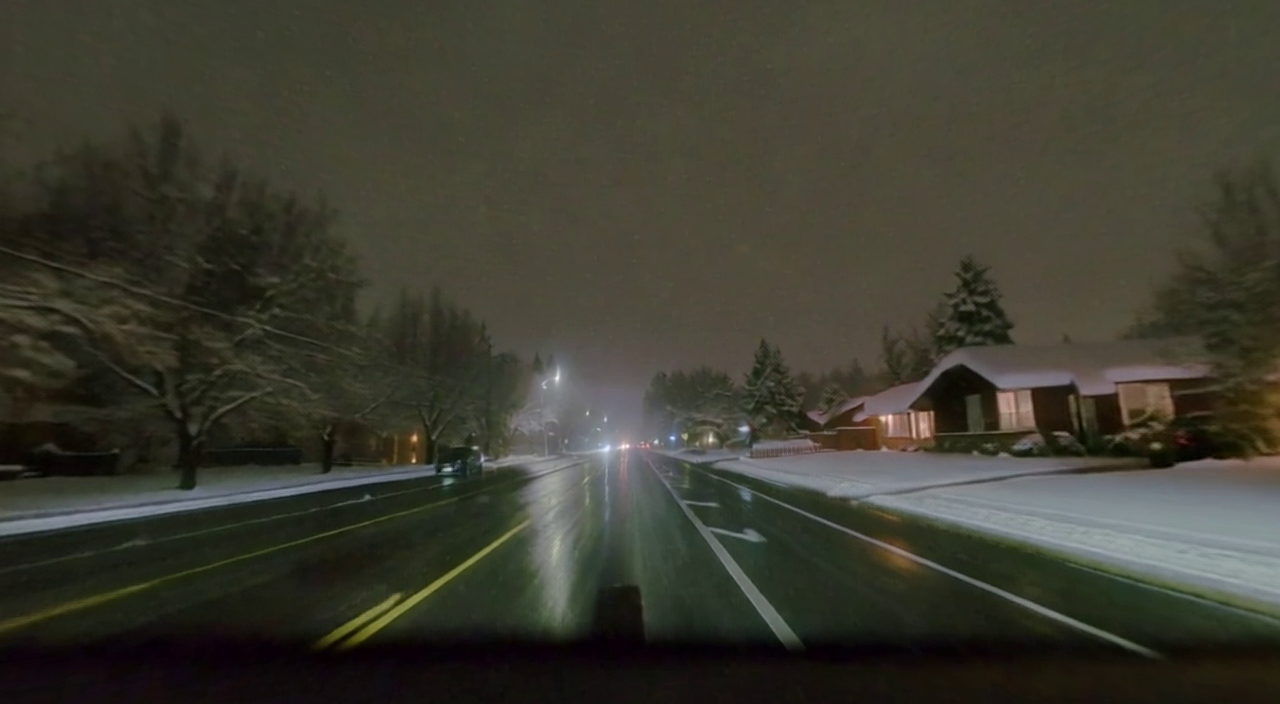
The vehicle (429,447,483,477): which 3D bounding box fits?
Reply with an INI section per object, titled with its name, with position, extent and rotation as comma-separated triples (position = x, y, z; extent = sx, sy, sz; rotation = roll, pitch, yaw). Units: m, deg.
[vehicle]
position = -11.833, 7.069, 40.842
extent = 2.047, 1.710, 4.473
rotation = -3, -9, 2
